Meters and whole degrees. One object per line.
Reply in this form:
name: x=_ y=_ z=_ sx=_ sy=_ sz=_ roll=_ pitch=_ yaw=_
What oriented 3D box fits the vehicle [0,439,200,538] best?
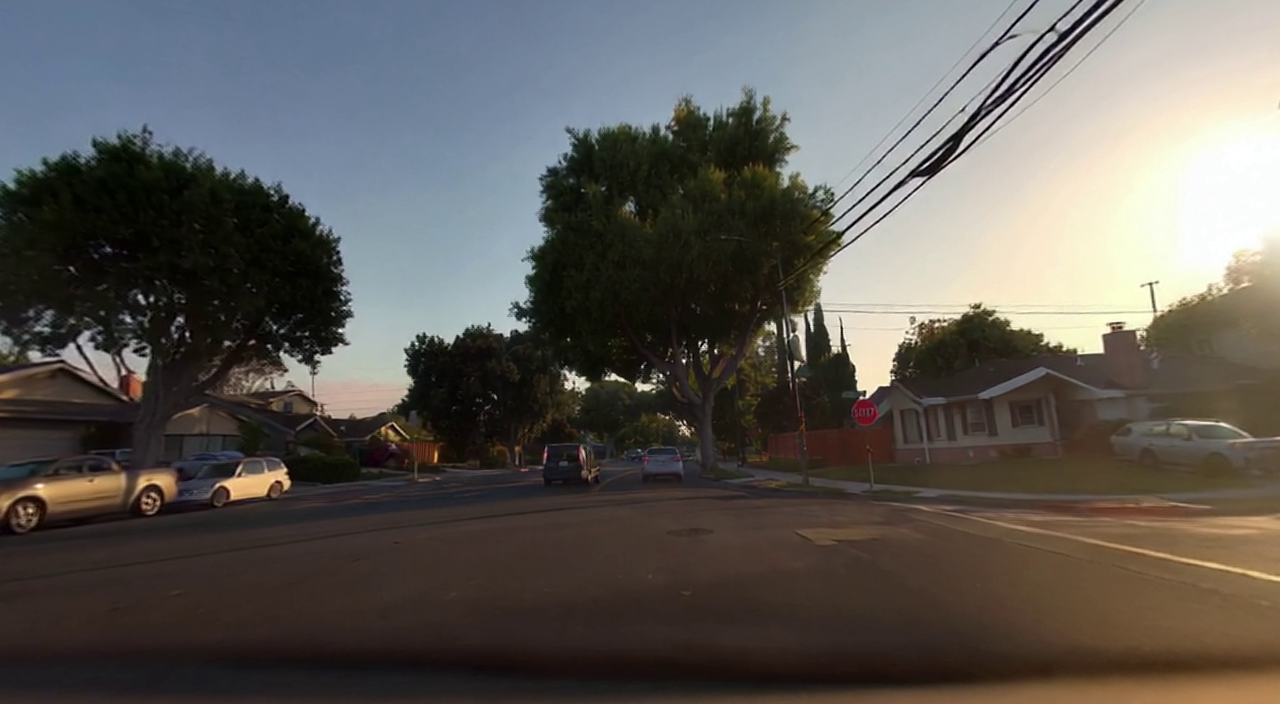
vehicle: x=-13.965 y=3.288 z=15.269 sx=2.191 sy=1.980 sz=5.888 roll=-4 pitch=-10 yaw=2

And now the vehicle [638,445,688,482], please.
vehicle: x=1.091 y=4.836 z=27.666 sx=1.955 sy=1.459 sz=4.383 roll=-1 pitch=-8 yaw=6

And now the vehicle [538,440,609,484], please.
vehicle: x=-2.701 y=4.579 z=26.558 sx=2.178 sy=1.695 sz=4.339 roll=-1 pitch=-8 yaw=5

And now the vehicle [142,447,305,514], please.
vehicle: x=-13.548 y=4.198 z=20.944 sx=2.076 sy=1.864 sz=4.730 roll=-3 pitch=-10 yaw=2
